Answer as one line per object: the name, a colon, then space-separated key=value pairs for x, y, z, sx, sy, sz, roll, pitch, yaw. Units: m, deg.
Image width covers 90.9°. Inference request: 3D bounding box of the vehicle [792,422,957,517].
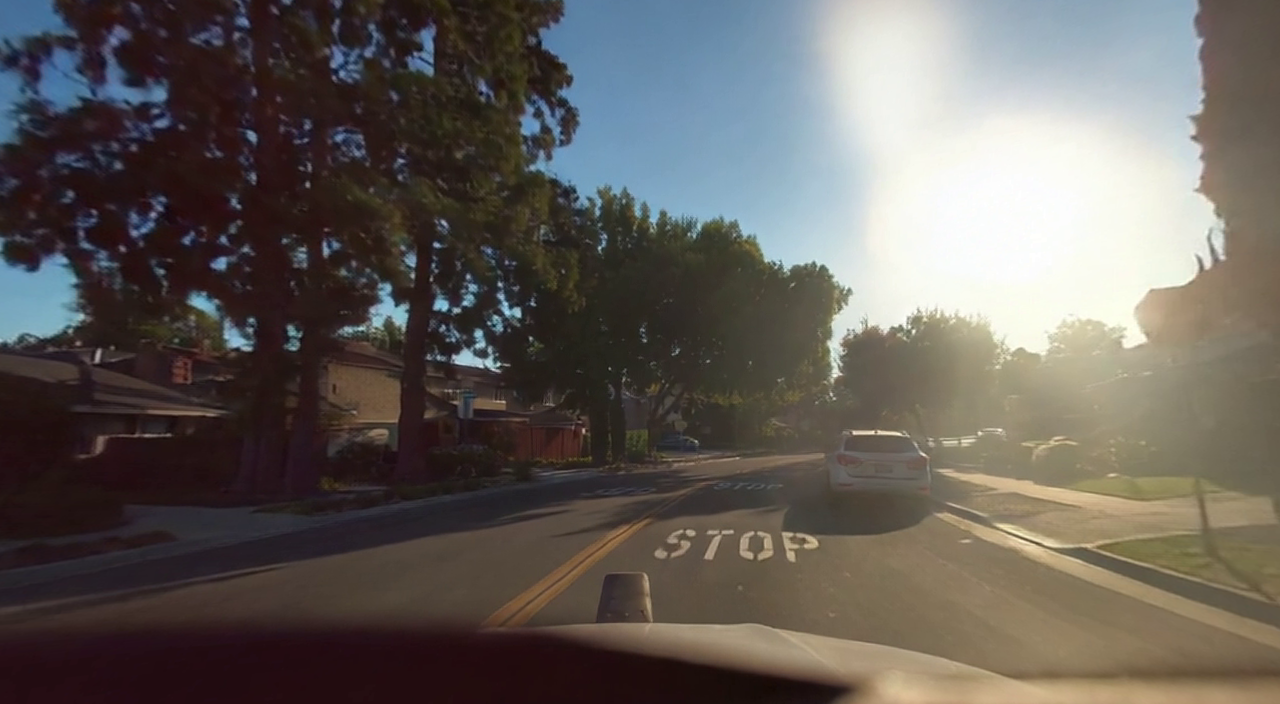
vehicle: x=4.720 y=2.434 z=13.619 sx=2.692 sy=1.649 sz=4.689 roll=-2 pitch=-9 yaw=13
